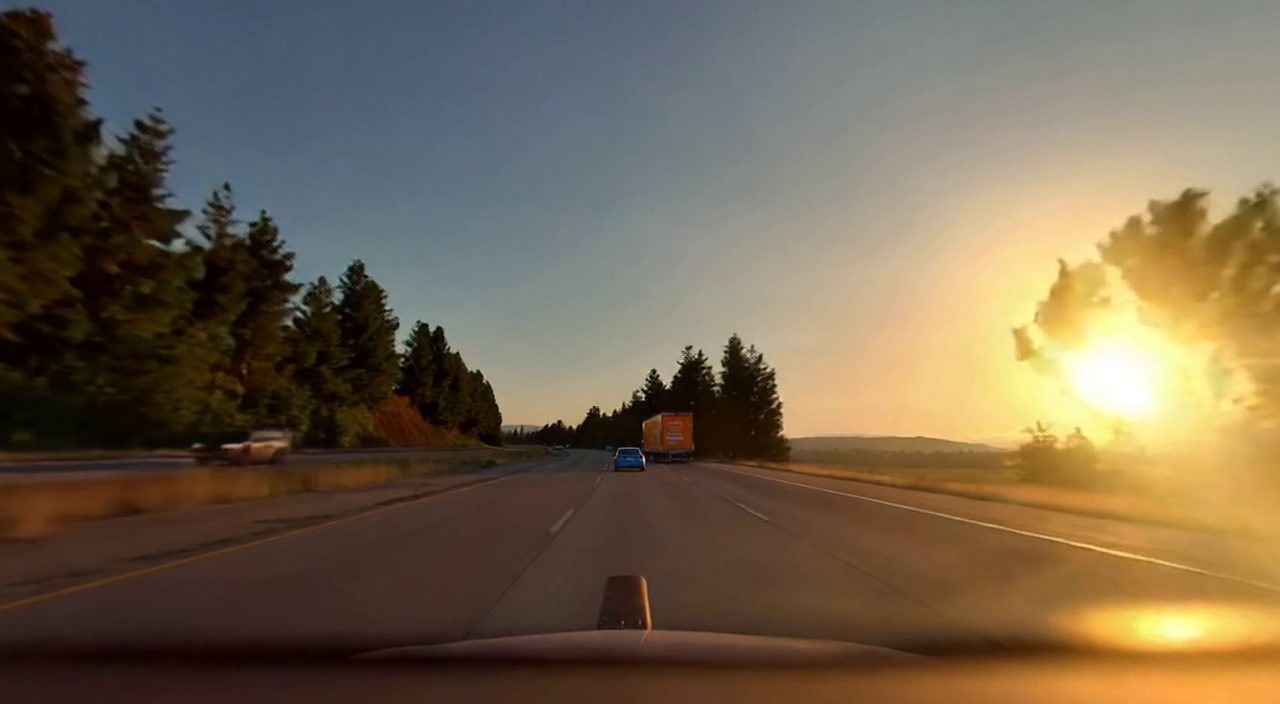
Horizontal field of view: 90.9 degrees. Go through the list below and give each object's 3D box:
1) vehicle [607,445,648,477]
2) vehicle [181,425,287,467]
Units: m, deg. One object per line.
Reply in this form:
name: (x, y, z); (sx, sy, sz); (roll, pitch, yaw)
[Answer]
vehicle: (-0.643, 5.393, 31.396); (1.913, 1.460, 3.610); (0, -9, -2)
vehicle: (-20.022, 4.702, 31.387); (2.039, 1.897, 5.042); (0, -9, -3)
